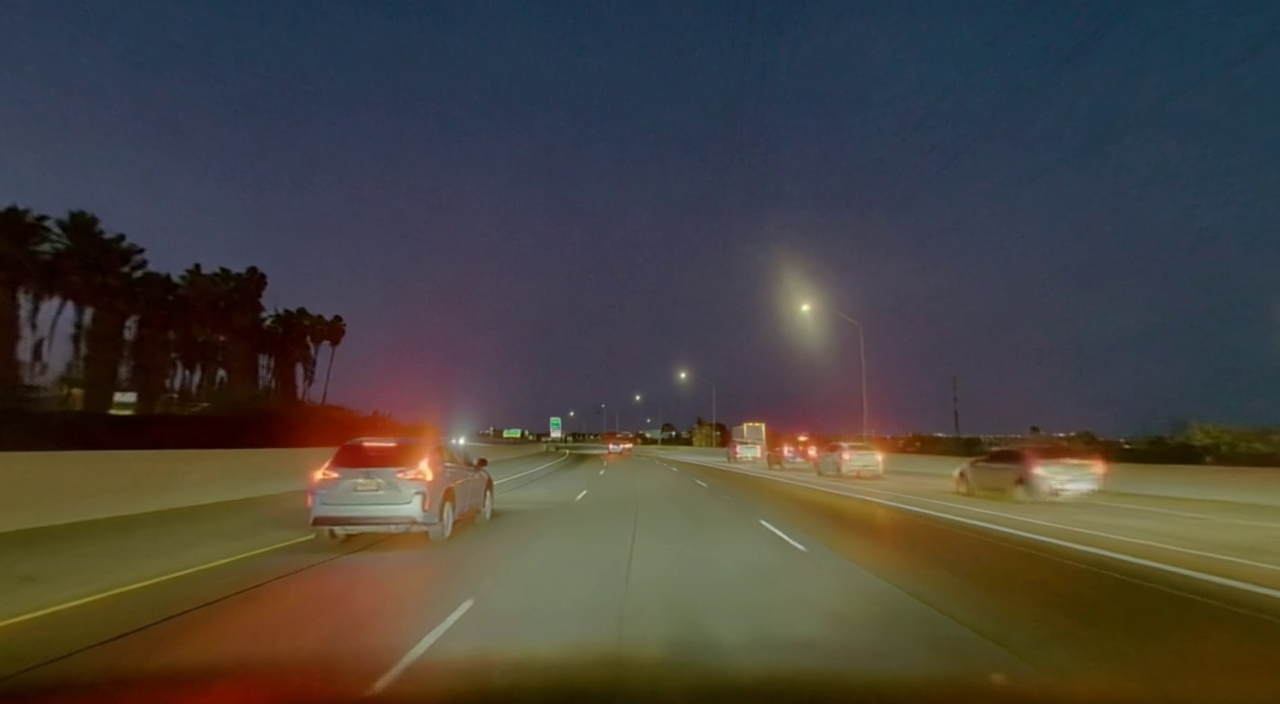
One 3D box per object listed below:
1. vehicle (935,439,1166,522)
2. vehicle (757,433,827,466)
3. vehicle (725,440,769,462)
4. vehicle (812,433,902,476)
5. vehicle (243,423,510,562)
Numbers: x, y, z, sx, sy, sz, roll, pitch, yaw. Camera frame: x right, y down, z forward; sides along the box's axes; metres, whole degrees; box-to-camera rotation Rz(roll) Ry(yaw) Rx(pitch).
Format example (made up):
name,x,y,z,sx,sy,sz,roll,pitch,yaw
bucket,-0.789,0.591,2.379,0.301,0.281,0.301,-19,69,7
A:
name,x,y,z,sx,sy,sz,roll,pitch,yaw
vehicle,8.531,2.661,13.726,1.984,1.477,4.385,0,-8,-1
vehicle,8.213,5.363,34.744,2.345,1.637,5.558,0,-8,-2
vehicle,7.913,7.382,47.199,2.052,1.468,5.333,0,-8,-3
vehicle,8.774,4.164,25.932,1.957,1.584,4.272,0,-8,-3
vehicle,-3.405,1.889,9.251,2.109,1.536,4.174,0,-8,0
